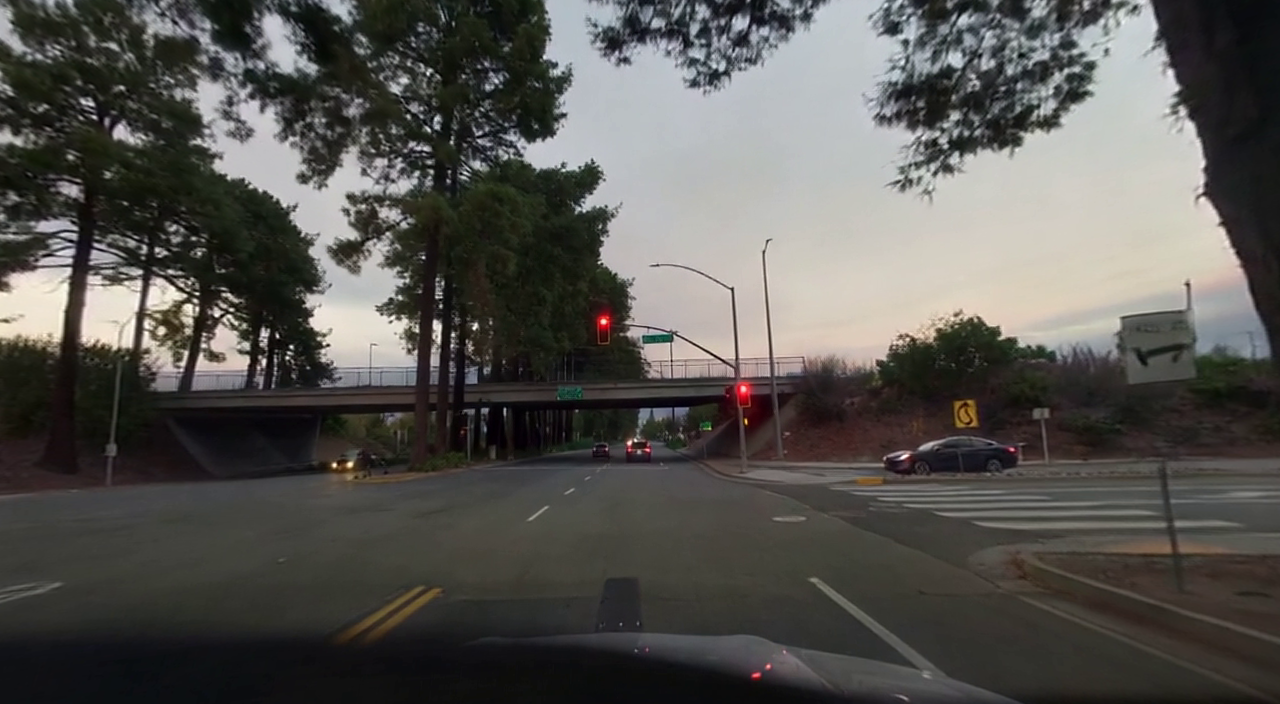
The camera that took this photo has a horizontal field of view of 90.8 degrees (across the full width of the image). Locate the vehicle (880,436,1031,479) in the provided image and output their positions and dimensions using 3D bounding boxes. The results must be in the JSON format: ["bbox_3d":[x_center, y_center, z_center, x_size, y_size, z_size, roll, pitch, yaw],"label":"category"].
[{"bbox_3d":[11.649,3.899,23.494,4.691,1.466,1.800,1,-9,-6],"label":"vehicle"}]
